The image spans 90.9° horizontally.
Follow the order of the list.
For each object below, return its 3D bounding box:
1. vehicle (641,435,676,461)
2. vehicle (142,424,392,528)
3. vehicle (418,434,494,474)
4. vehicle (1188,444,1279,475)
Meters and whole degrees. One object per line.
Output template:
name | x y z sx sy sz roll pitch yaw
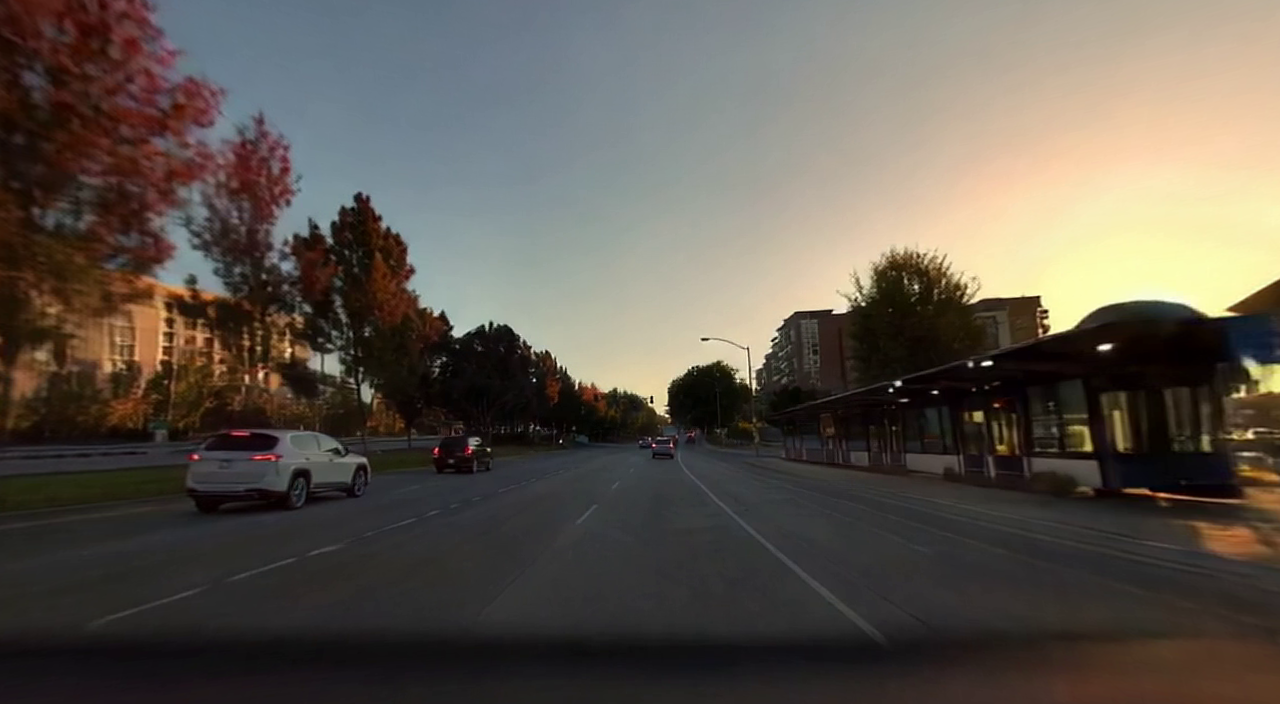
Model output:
vehicle | 1.424 7.096 46.475 2.345 1.803 4.261 -1 -8 4
vehicle | -7.184 2.418 12.910 2.181 1.728 4.515 -1 -8 3
vehicle | -8.843 4.961 30.805 2.097 1.782 4.682 -1 -8 3
vehicle | 31.872 5.564 32.997 1.966 1.494 4.685 0 -8 -4
